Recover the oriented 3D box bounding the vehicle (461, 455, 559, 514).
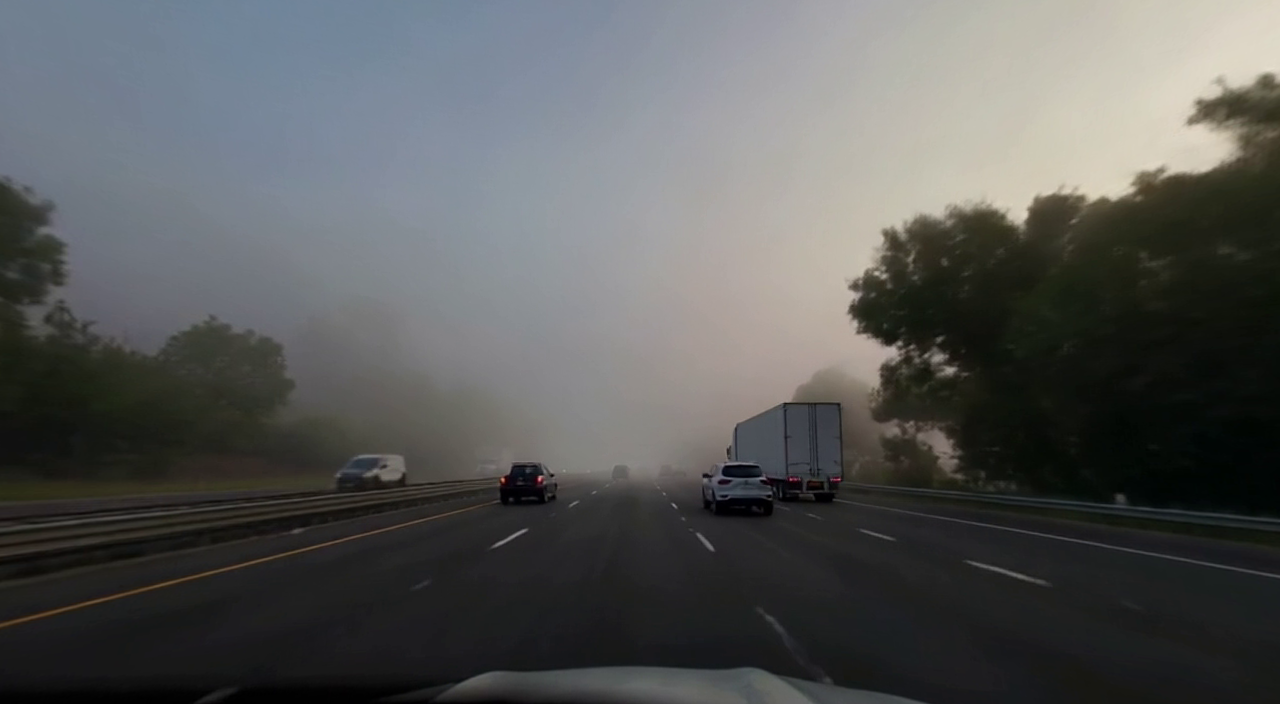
[{"bbox_3d":[-3.812,3.973,19.175,2.025,1.547,4.150,1,-10,1],"label":"vehicle"}]

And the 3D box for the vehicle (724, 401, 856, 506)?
[{"bbox_3d":[7.151,5.600,33.845,2.883,4.151,17.144,1,-10,0],"label":"vehicle"}]

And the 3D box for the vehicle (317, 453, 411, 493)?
[{"bbox_3d":[-12.093,5.340,27.926,1.999,1.570,4.653,1,-10,0],"label":"vehicle"}]

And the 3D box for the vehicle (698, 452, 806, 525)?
[{"bbox_3d":[2.886,3.678,17.309,2.050,1.708,4.457,1,-10,-1],"label":"vehicle"}]
